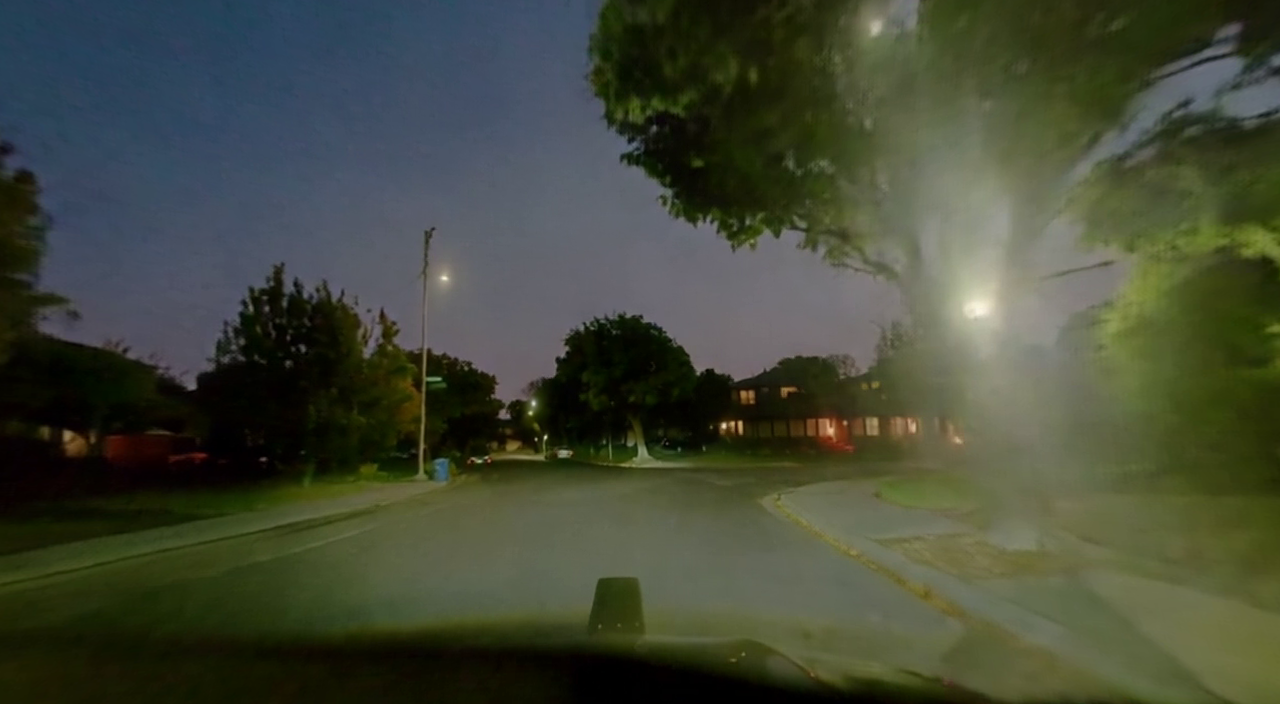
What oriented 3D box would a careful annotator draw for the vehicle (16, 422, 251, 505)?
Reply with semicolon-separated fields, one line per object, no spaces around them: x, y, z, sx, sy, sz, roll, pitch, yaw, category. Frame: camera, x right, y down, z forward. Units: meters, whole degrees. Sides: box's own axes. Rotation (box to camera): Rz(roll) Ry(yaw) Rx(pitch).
-14.732;3.293;18.899;5.045;1.835;2.315;-1;-10;-25;vehicle

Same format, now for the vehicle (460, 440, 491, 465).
-12.495;7.607;48.019;2.152;1.826;4.725;2;-9;-14;vehicle
